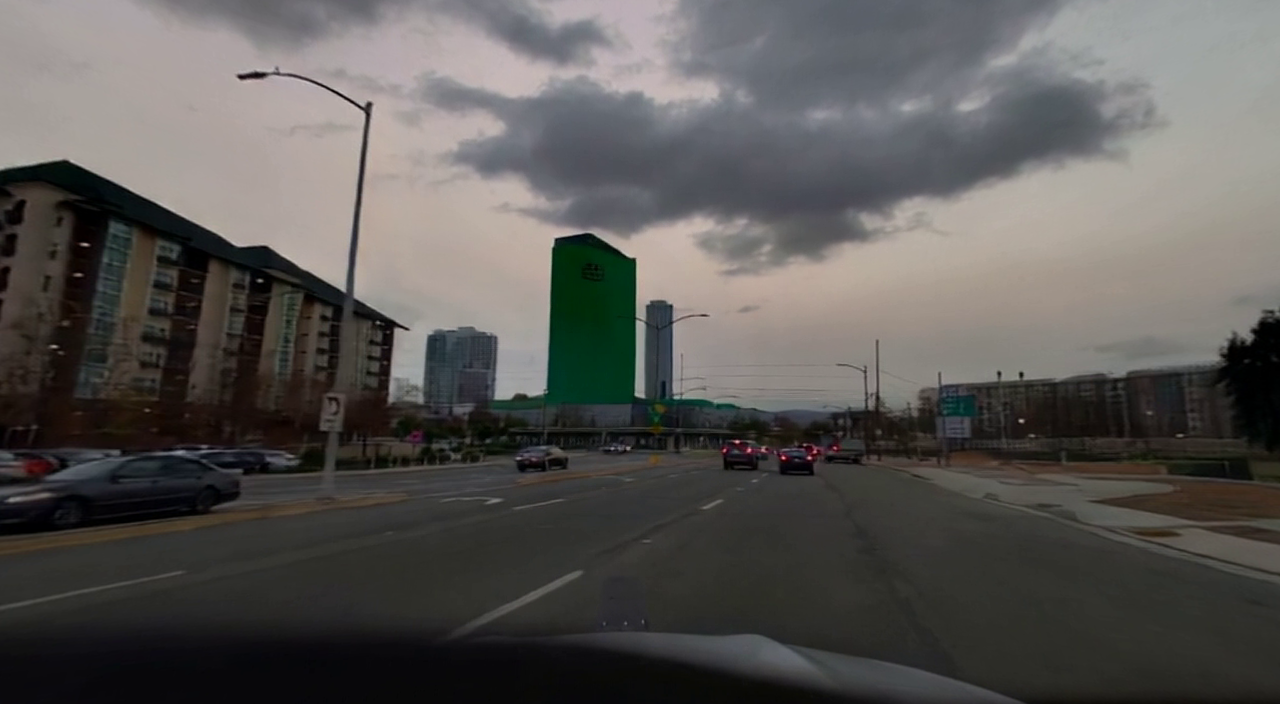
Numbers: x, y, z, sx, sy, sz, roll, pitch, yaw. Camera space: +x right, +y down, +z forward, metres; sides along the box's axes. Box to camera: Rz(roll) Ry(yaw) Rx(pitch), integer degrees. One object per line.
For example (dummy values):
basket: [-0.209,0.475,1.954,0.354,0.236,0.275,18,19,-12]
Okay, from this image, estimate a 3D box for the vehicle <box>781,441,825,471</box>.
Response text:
vehicle: [8.610,5.473,33.328,2.041,1.444,4.710,-2,-9,14]

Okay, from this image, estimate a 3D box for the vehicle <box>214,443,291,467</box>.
vehicle: [-26.118,6.898,42.511,4.431,1.510,1.947,-3,-9,20]

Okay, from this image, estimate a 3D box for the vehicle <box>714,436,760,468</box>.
vehicle: [5.599,5.690,35.978,2.031,1.692,4.284,-2,-9,16]

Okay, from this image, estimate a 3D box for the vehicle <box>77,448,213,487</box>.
vehicle: [-22.519,5.213,28.947,1.875,1.600,4.604,-2,-9,15]
